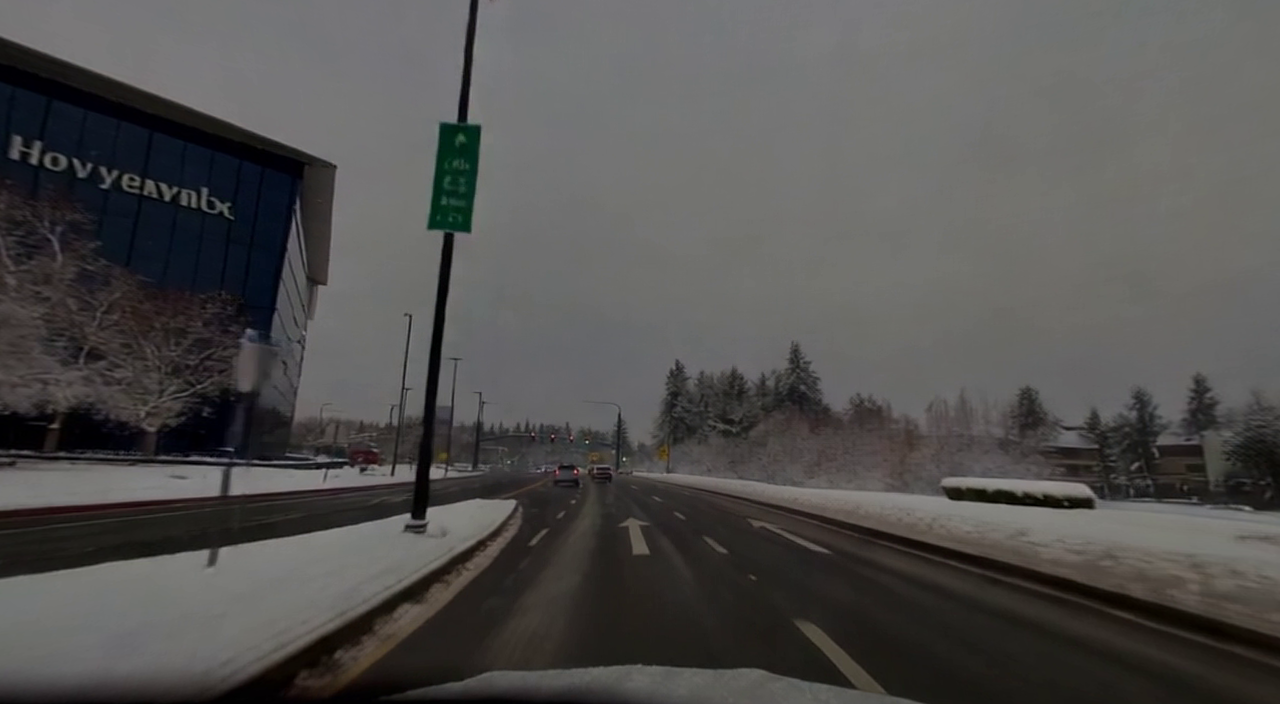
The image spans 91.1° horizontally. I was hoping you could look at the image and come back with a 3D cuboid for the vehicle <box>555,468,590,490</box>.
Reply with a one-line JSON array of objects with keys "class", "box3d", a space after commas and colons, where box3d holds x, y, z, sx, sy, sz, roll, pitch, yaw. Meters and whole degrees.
[{"class": "vehicle", "box3d": [-3.960, 7.338, 36.386, 1.775, 1.186, 2.933, 3, -11, -10]}]
